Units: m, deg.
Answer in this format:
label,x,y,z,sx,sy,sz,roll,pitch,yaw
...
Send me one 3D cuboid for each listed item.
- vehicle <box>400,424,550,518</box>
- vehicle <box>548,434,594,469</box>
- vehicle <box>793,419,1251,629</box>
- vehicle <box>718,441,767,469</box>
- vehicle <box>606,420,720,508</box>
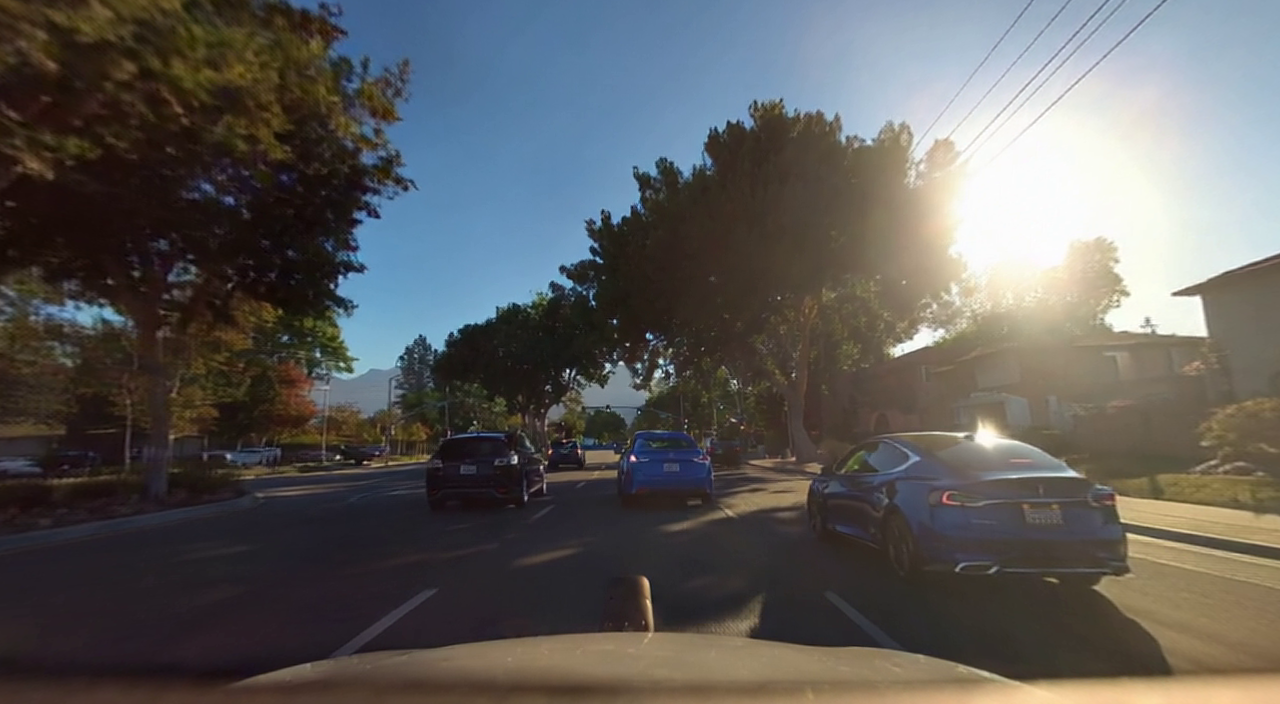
label,x,y,z,sx,sy,sz,roll,pitch,yaw
vehicle,-3.302,2.491,13.735,2.043,1.687,4.676,0,-8,-1
vehicle,-3.589,5.277,33.538,2.014,1.755,4.360,0,-8,0
vehicle,3.335,1.581,6.910,2.017,1.491,4.611,0,-8,-2
vehicle,5.746,5.845,35.844,2.010,1.486,4.498,0,-8,0
vehicle,0.397,2.581,14.893,2.280,1.747,4.361,0,-8,-2
